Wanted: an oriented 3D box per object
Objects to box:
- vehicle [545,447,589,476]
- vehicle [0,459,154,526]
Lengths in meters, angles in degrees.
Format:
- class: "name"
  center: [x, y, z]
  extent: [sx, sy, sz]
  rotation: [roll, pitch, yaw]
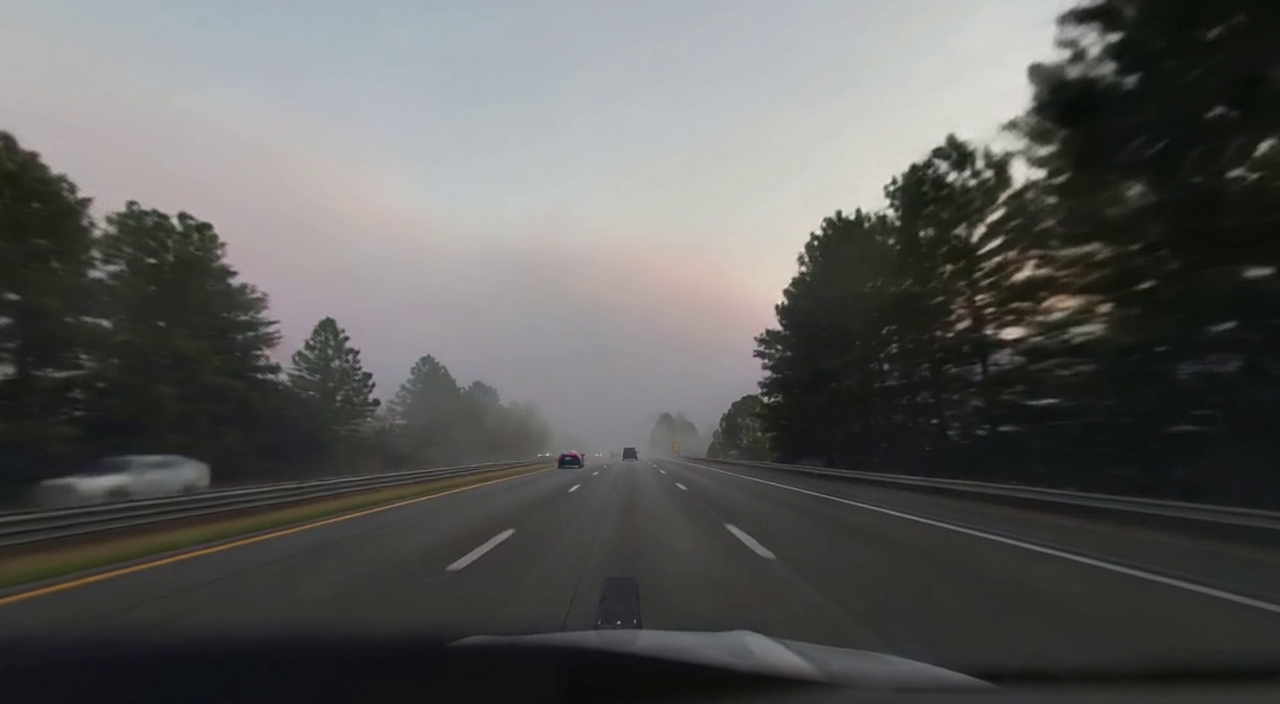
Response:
- class: "vehicle"
  center: [-4.027, 6.079, 35.222]
  extent: [1.970, 1.492, 3.944]
  rotation: [0, -9, 0]
- class: "vehicle"
  center: [-15.965, 3.728, 17.199]
  extent: [1.884, 1.518, 4.311]
  rotation: [0, -9, 0]
